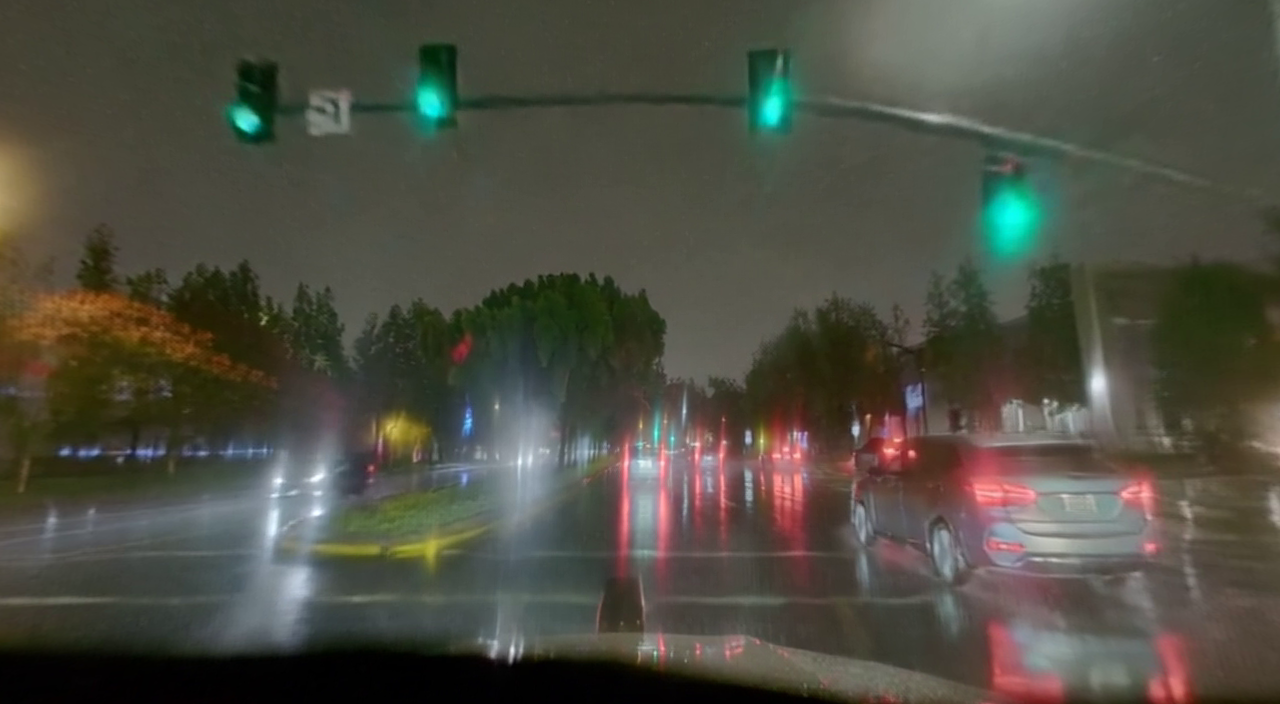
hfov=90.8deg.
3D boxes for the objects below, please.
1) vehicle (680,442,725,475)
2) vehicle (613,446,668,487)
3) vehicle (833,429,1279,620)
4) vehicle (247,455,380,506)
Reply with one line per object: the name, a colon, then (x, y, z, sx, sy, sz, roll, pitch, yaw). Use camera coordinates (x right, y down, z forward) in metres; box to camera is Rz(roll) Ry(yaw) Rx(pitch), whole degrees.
vehicle: (3.604, 6.284, 37.551, 2.107, 1.773, 4.557, 0, -8, -1)
vehicle: (0.040, 4.564, 25.540, 2.034, 1.500, 3.966, 0, -8, 1)
vehicle: (3.944, 1.677, 7.207, 2.049, 1.473, 4.425, 0, -8, 0)
vehicle: (-10.940, 4.322, 21.640, 2.043, 1.456, 4.627, 0, -8, 1)
